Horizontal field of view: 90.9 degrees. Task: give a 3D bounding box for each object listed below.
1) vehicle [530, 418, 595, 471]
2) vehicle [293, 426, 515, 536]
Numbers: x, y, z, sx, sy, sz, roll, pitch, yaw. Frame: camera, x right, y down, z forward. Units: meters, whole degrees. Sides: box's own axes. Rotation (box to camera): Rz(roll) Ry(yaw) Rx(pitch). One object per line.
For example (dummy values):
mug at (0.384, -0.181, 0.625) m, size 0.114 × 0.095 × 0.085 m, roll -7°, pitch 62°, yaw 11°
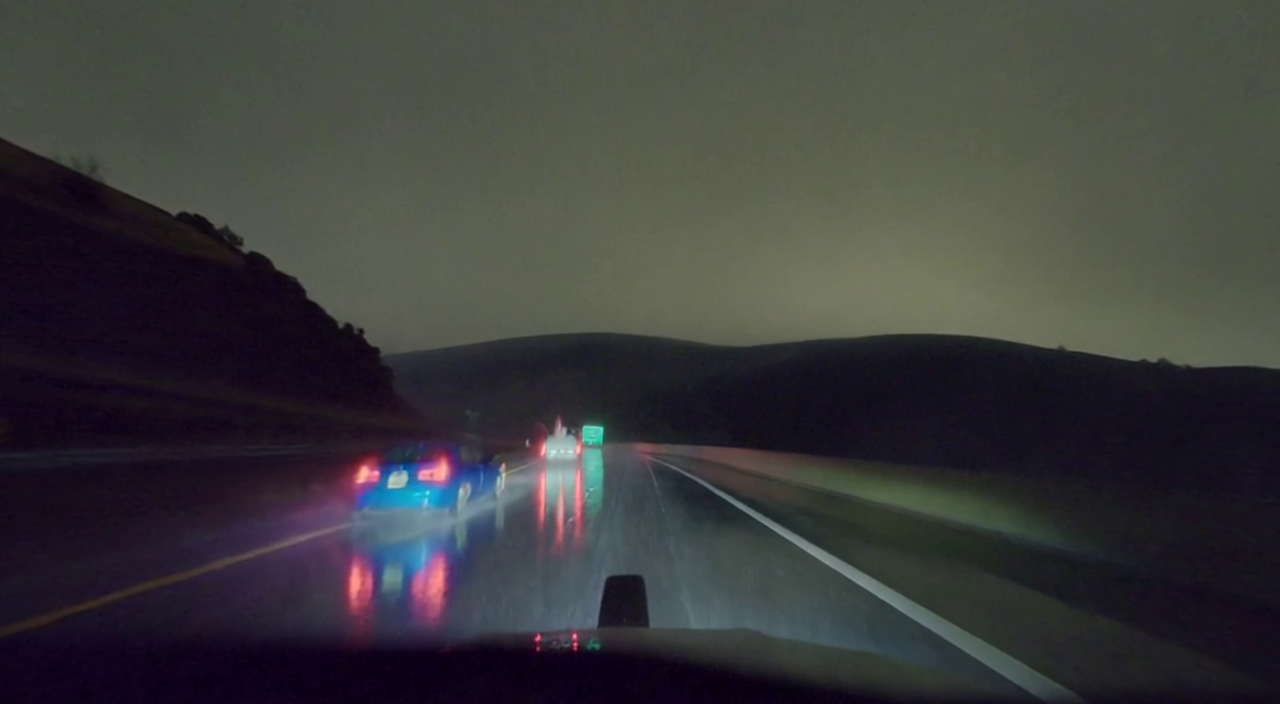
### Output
vehicle at (-3.472, 4.301, 29.498) m, size 2.444 × 2.204 × 5.568 m, roll 0°, pitch -8°, yaw -1°
vehicle at (-3.784, 2.142, 11.211) m, size 2.097 × 1.511 × 4.585 m, roll -1°, pitch -8°, yaw 1°
